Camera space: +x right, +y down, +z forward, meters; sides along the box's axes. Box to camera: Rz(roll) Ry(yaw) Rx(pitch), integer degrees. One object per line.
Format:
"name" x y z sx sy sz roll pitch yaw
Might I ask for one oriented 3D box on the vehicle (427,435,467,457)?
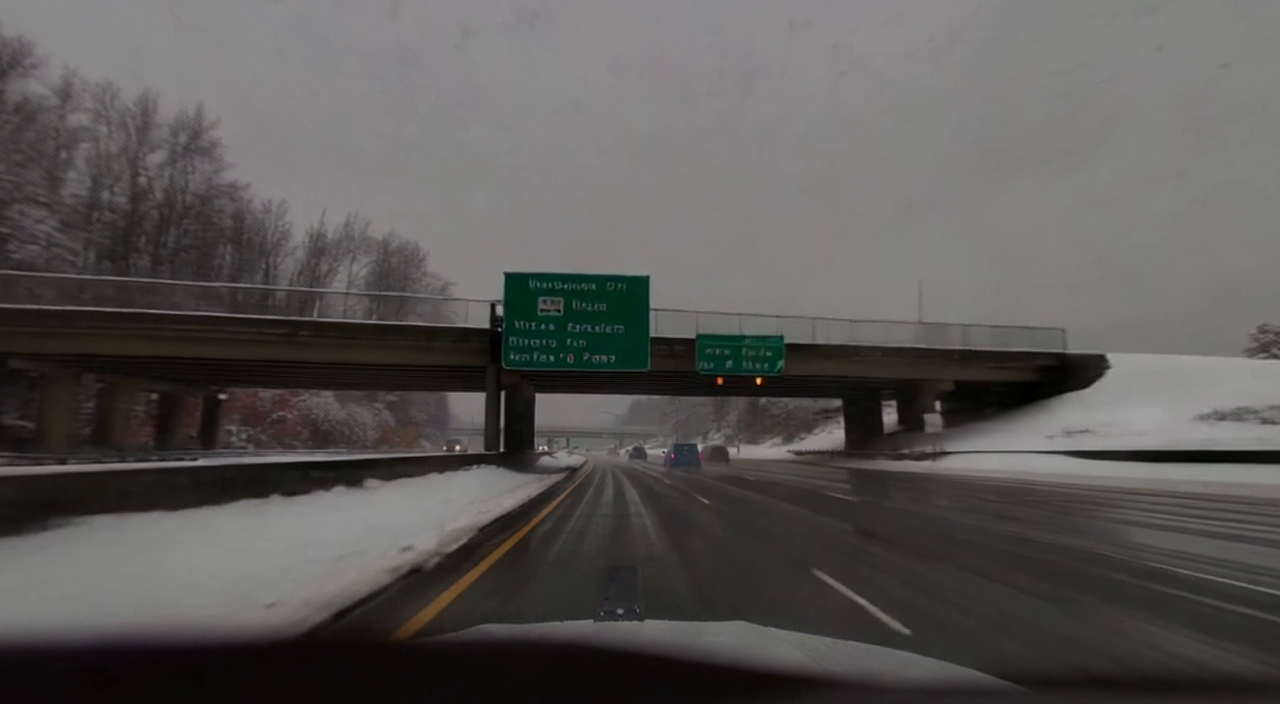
"vehicle" -14.879 7.304 48.478 1.921 1.550 4.249 -1 -9 -2

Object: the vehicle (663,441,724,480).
"vehicle" 2.356 4.972 28.840 2.337 1.633 4.222 -1 -9 -2
